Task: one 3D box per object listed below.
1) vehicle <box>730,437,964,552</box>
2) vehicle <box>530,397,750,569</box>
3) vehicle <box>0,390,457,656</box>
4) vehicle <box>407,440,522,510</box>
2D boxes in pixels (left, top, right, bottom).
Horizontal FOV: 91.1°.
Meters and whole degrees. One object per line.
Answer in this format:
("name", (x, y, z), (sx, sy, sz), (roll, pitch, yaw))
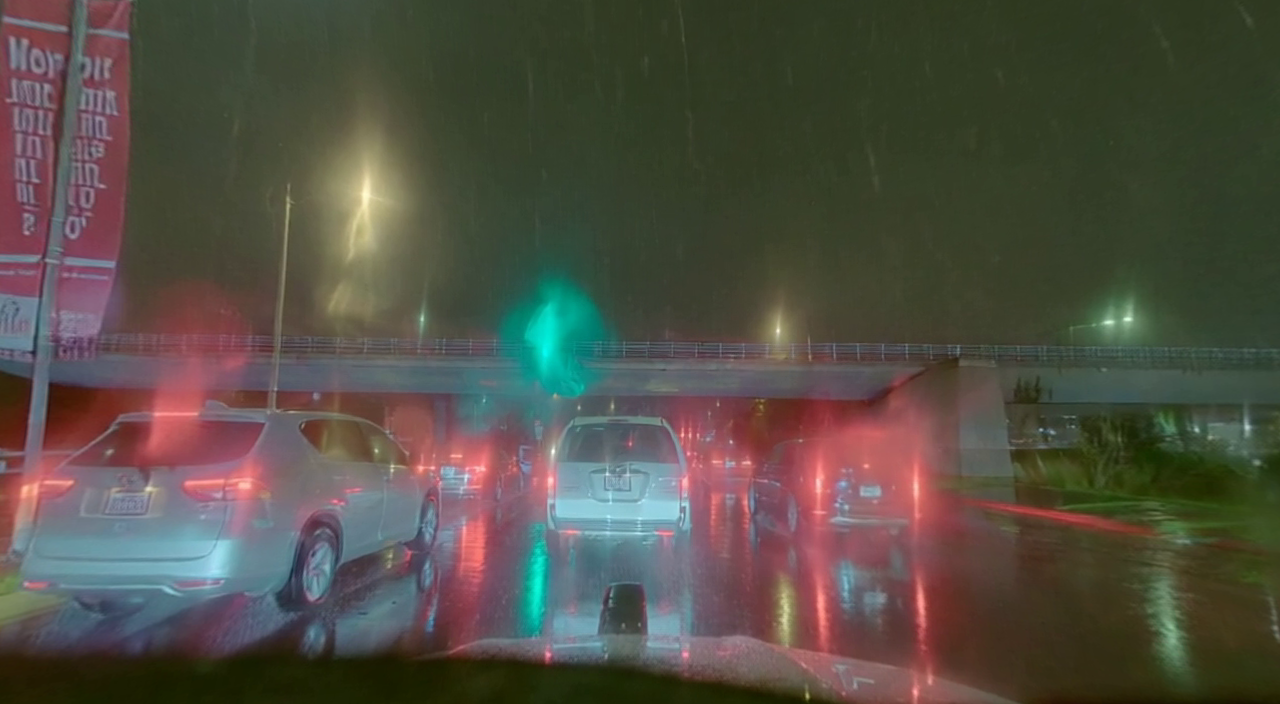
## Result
("vehicle", (3.063, 2.232, 10.716), (2.228, 1.472, 4.939), (0, -9, -1))
("vehicle", (-0.083, 1.770, 9.215), (2.409, 1.864, 4.471), (0, -9, -2))
("vehicle", (-3.500, 1.425, 6.275), (2.039, 1.709, 4.265), (0, -9, 0))
("vehicle", (-4.157, 2.943, 15.441), (1.797, 1.505, 3.506), (0, -9, 0))
